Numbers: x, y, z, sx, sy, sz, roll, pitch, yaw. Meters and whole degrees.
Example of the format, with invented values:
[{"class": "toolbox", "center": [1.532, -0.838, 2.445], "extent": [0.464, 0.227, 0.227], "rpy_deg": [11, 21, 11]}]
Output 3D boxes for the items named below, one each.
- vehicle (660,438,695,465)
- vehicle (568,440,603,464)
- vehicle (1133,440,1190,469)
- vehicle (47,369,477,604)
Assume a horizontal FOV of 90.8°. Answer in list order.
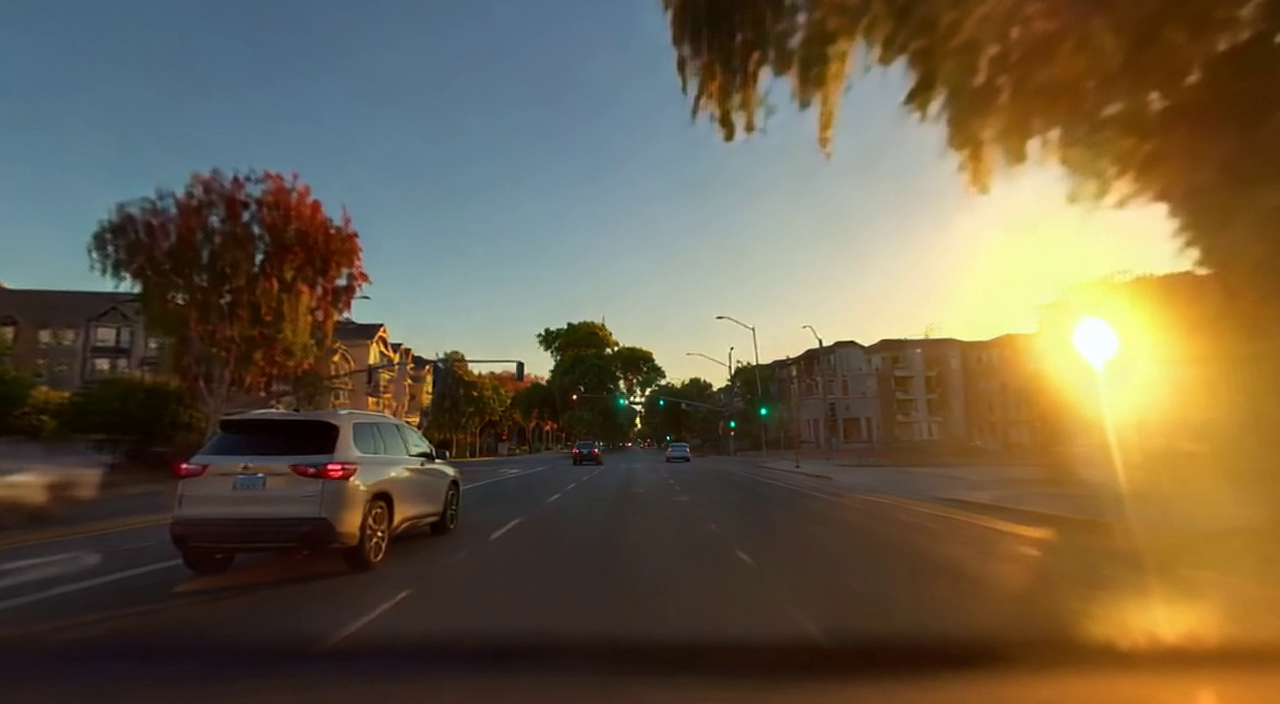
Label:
[{"class": "vehicle", "center": [2.561, 6.920, 44.055], "extent": [2.018, 1.719, 4.369], "rpy_deg": [0, -8, -2]}, {"class": "vehicle", "center": [-3.931, 7.293, 46.305], "extent": [2.083, 1.685, 4.069], "rpy_deg": [0, -8, 1]}, {"class": "vehicle", "center": [38.328, 7.488, 46.557], "extent": [2.026, 1.987, 5.331], "rpy_deg": [-5, -9, 27]}, {"class": "vehicle", "center": [-3.874, 1.515, 8.010], "extent": [2.225, 1.984, 5.168], "rpy_deg": [0, -8, 0]}]
